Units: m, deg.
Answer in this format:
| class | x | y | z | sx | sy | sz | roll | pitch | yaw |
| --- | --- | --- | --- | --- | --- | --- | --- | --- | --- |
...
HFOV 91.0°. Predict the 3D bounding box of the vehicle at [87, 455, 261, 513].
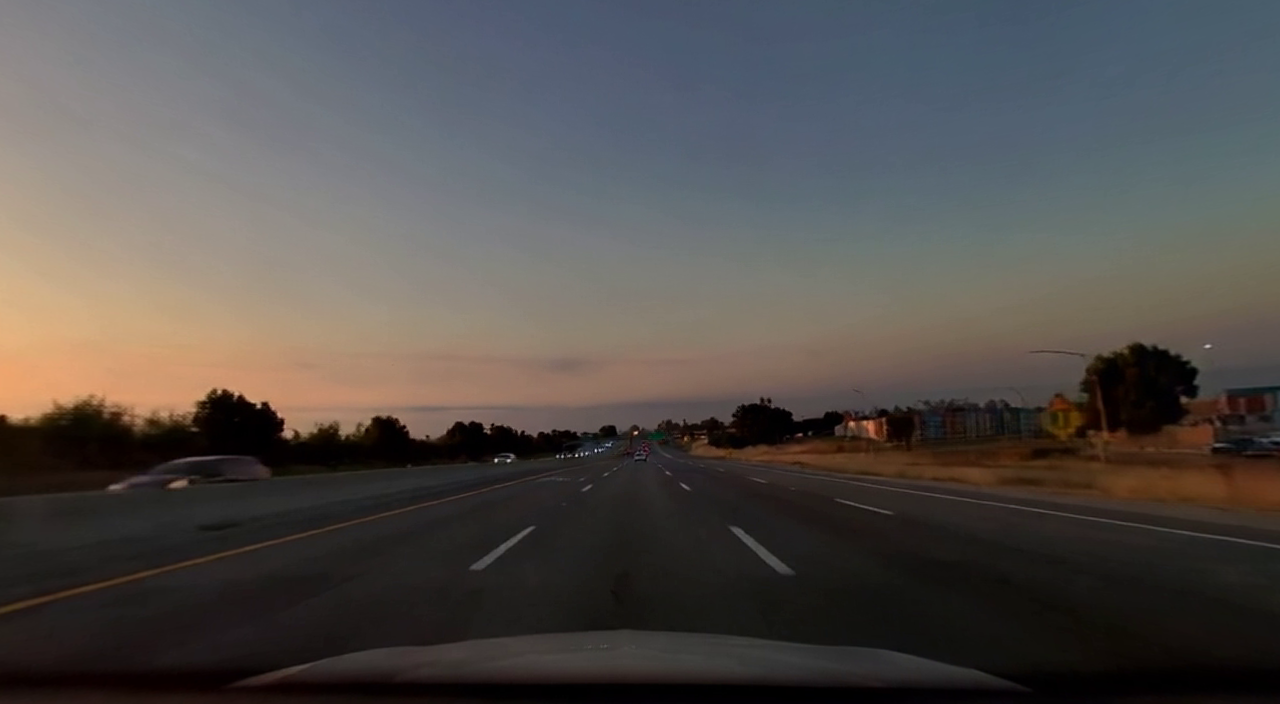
| class | x | y | z | sx | sy | sz | roll | pitch | yaw |
| --- | --- | --- | --- | --- | --- | --- | --- | --- | --- |
| vehicle | -13.870 | 3.902 | 19.149 | 1.886 | 1.501 | 4.329 | 0 | -9 | 1 |
